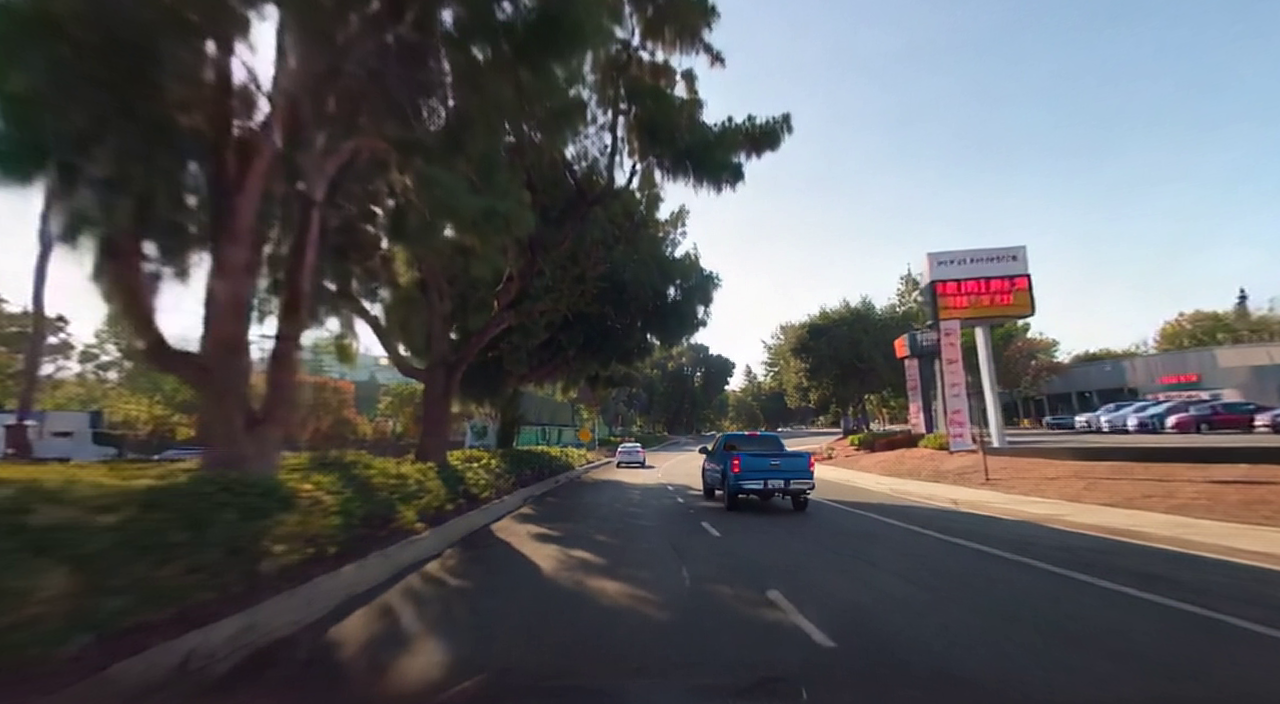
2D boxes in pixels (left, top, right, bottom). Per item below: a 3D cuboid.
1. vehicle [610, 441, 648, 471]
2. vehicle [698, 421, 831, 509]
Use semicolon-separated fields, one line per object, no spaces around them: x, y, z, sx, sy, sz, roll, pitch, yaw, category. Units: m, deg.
-0.583;5.683;34.643;1.968;1.521;4.262;0;-8;0;vehicle
3.034;2.944;16.880;2.367;1.919;5.651;0;-8;0;vehicle
